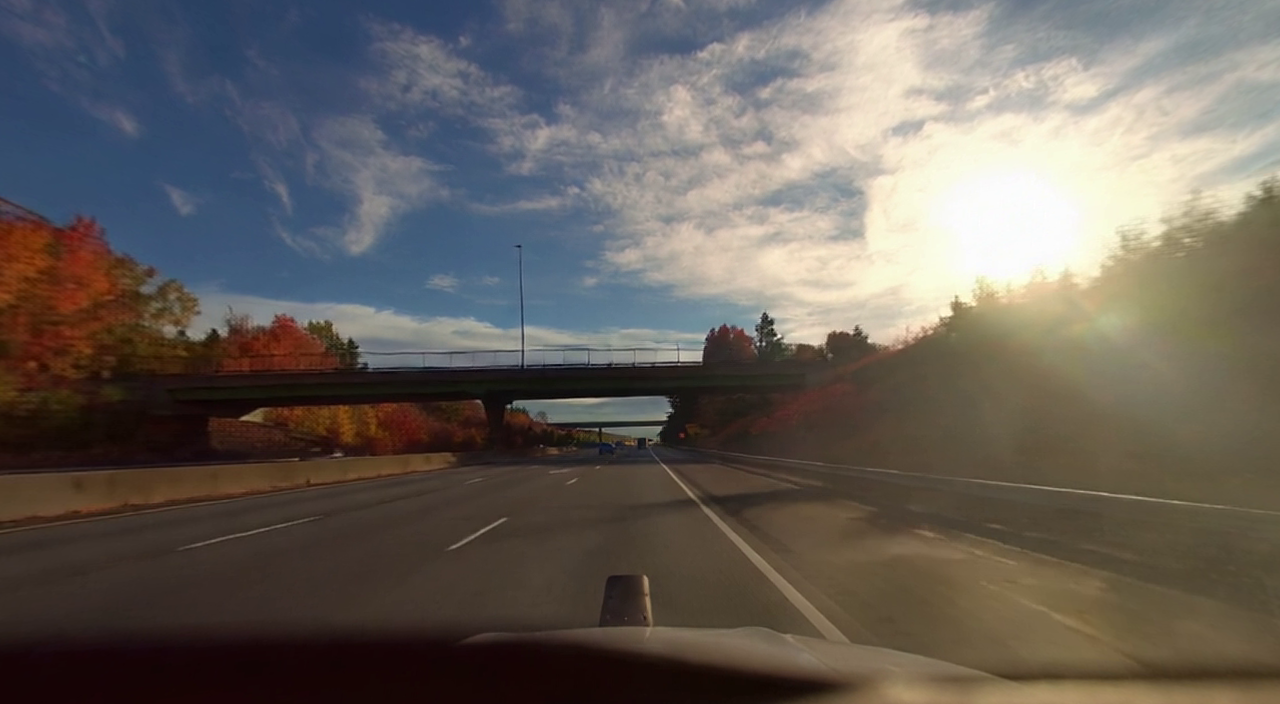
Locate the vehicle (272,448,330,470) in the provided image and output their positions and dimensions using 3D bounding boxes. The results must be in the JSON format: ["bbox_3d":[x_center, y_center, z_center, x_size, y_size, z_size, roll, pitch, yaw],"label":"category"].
[{"bbox_3d":[-25.284,7.978,46.981,1.815,1.558,4.495,0,-9,1],"label":"vehicle"}]
